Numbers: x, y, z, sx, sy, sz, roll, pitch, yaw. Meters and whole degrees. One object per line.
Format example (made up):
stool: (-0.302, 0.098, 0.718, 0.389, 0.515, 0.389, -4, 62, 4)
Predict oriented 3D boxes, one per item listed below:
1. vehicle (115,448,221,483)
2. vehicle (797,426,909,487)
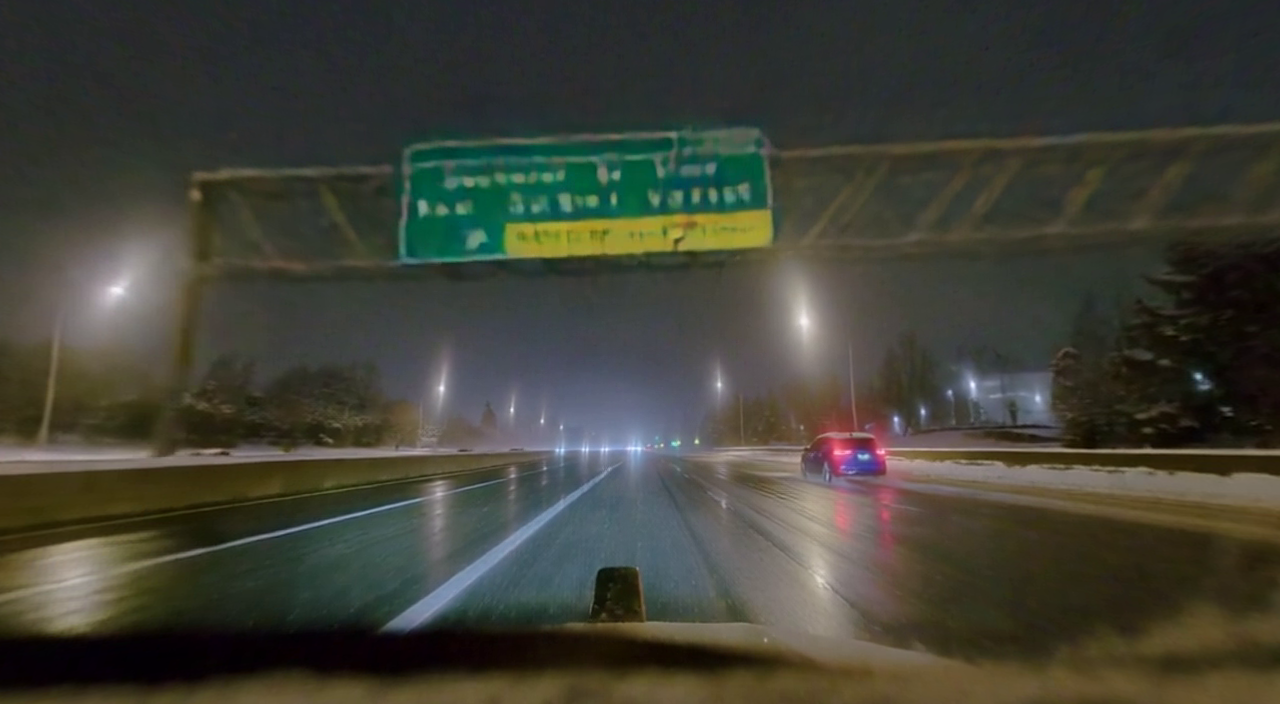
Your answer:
vehicle: (-25.568, 6.118, 34.455, 2.073, 1.736, 4.741, 0, -8, 0)
vehicle: (7.334, 3.662, 22.340, 2.222, 1.899, 4.595, 0, -8, -1)
